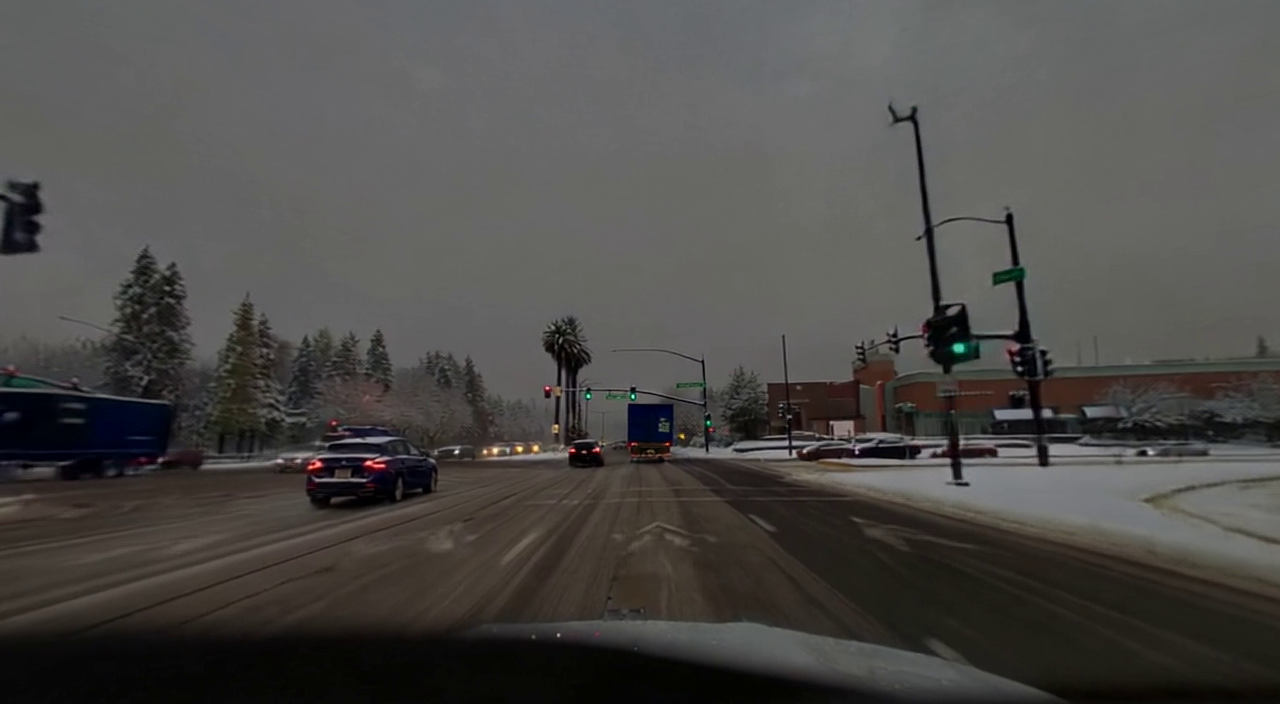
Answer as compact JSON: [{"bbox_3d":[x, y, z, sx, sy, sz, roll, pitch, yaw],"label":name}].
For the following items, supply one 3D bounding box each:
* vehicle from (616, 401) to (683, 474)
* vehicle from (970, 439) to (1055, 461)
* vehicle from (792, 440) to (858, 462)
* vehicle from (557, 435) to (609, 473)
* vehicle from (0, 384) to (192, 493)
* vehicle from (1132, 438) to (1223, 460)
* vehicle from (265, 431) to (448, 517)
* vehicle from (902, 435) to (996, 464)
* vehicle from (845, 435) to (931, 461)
[{"bbox_3d":[0.483,4.330,31.487,2.993,3.235,6.692,0,-9,1],"label":"vehicle"},{"bbox_3d":[25.463,6.707,43.008,4.506,1.484,1.928,0,-9,0],"label":"vehicle"},{"bbox_3d":[14.683,7.879,49.960,4.568,1.485,1.936,-2,-11,0],"label":"vehicle"},{"bbox_3d":[-2.887,5.335,33.088,2.178,1.826,4.933,0,-9,1],"label":"vehicle"},{"bbox_3d":[-25.117,3.799,27.298,3.017,3.971,11.161,0,-9,0],"label":"vehicle"},{"bbox_3d":[36.536,6.597,42.756,4.337,1.487,1.949,0,-9,1],"label":"vehicle"},{"bbox_3d":[-6.214,2.716,14.545,2.045,1.630,4.680,0,-9,0],"label":"vehicle"},{"bbox_3d":[19.524,6.195,39.756,4.831,1.529,1.966,-3,-10,0],"label":"vehicle"},{"bbox_3d":[17.018,6.621,43.204,5.039,1.744,2.043,0,-9,0],"label":"vehicle"}]
